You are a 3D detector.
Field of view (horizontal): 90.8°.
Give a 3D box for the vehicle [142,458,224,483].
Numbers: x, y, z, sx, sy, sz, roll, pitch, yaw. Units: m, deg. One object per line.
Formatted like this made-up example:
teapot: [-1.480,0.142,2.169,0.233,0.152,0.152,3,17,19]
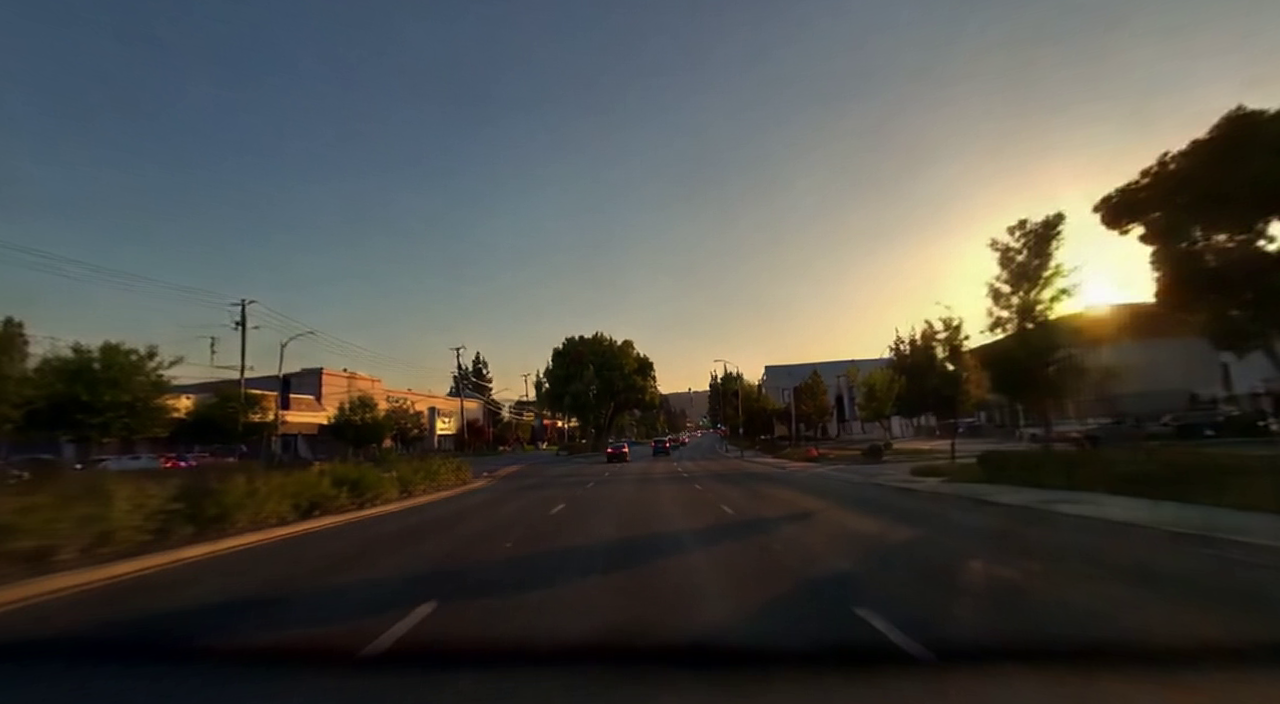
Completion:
vehicle: [-30.245,7.825,42.016,1.820,1.467,4.594,-1,-9,4]
